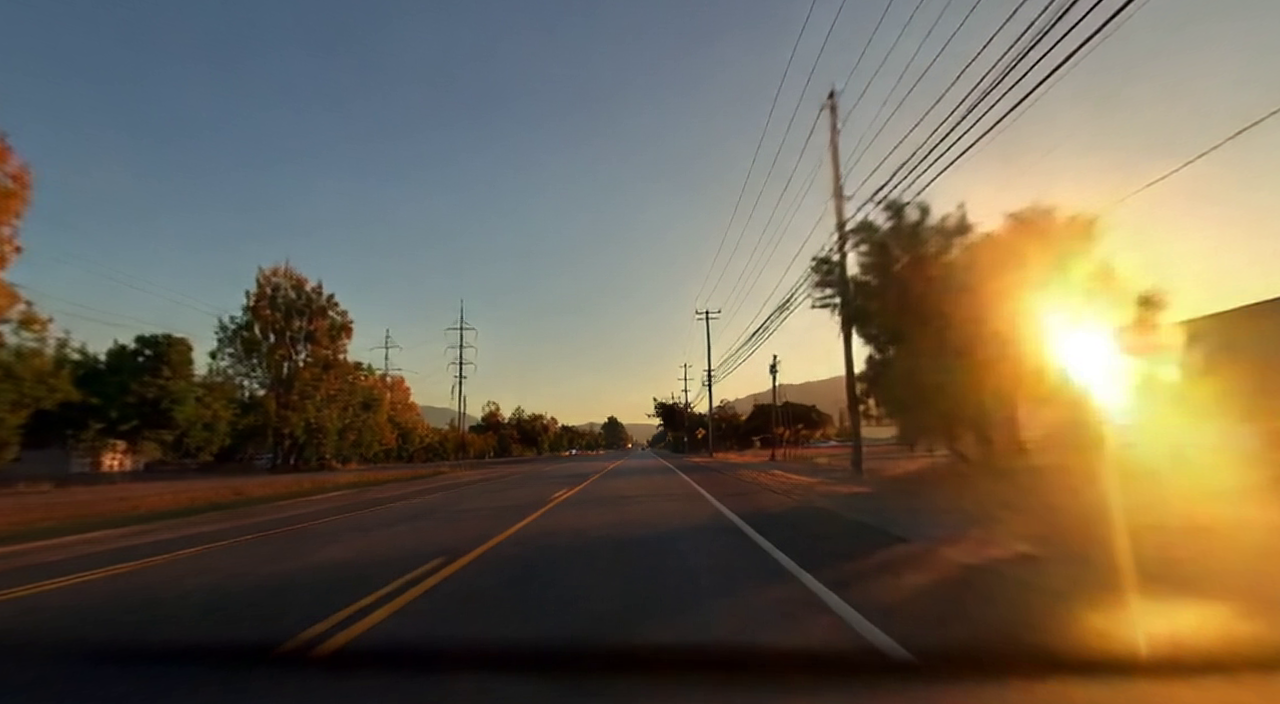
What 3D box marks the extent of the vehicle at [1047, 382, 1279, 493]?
[{"bbox_3d":[15.504,2.426,17.936,2.923,2.494,7.148,-1,-8,-1],"label":"vehicle"}]
